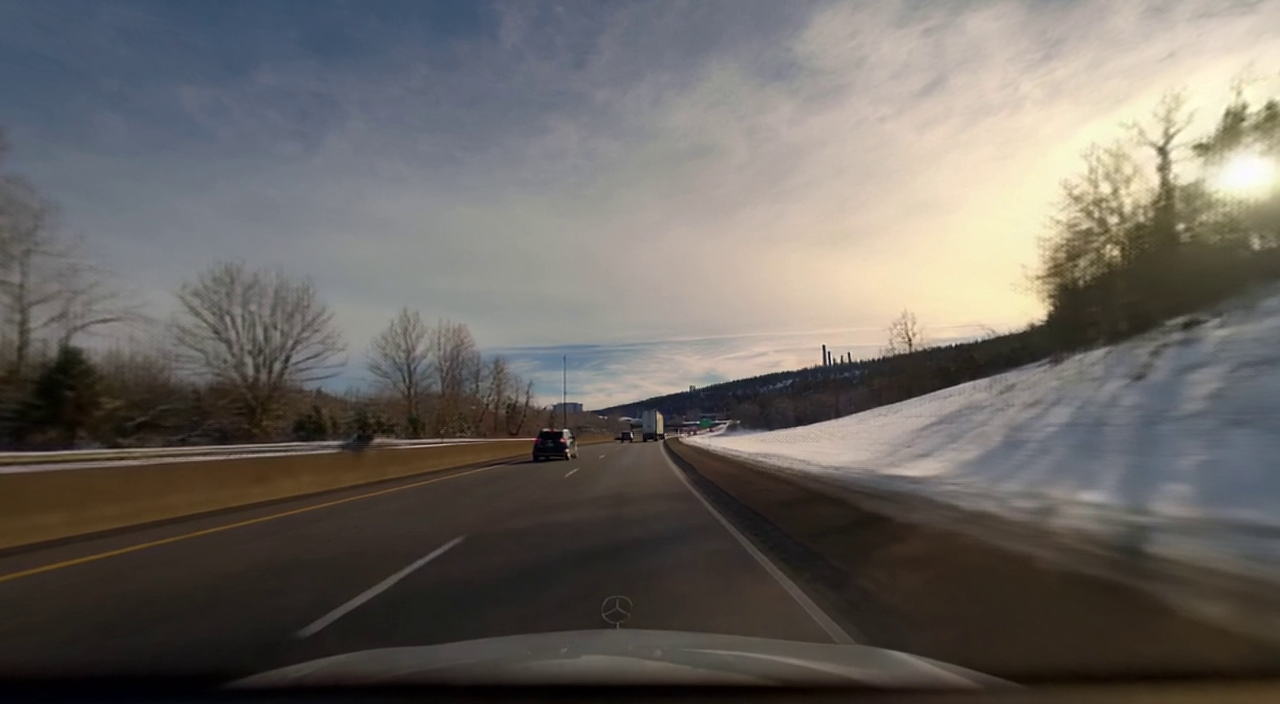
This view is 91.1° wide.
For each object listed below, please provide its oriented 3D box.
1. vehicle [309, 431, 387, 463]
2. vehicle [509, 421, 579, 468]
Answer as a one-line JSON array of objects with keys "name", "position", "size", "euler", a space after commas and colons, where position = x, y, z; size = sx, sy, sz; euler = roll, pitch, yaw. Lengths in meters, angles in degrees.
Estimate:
[{"name": "vehicle", "position": [-15.132, 4.940, 32.899], "size": [1.848, 1.505, 4.527], "euler": [0, -8, 1]}, {"name": "vehicle", "position": [-3.690, 3.656, 24.966], "size": [2.018, 1.678, 4.312], "euler": [0, -8, 1]}]
